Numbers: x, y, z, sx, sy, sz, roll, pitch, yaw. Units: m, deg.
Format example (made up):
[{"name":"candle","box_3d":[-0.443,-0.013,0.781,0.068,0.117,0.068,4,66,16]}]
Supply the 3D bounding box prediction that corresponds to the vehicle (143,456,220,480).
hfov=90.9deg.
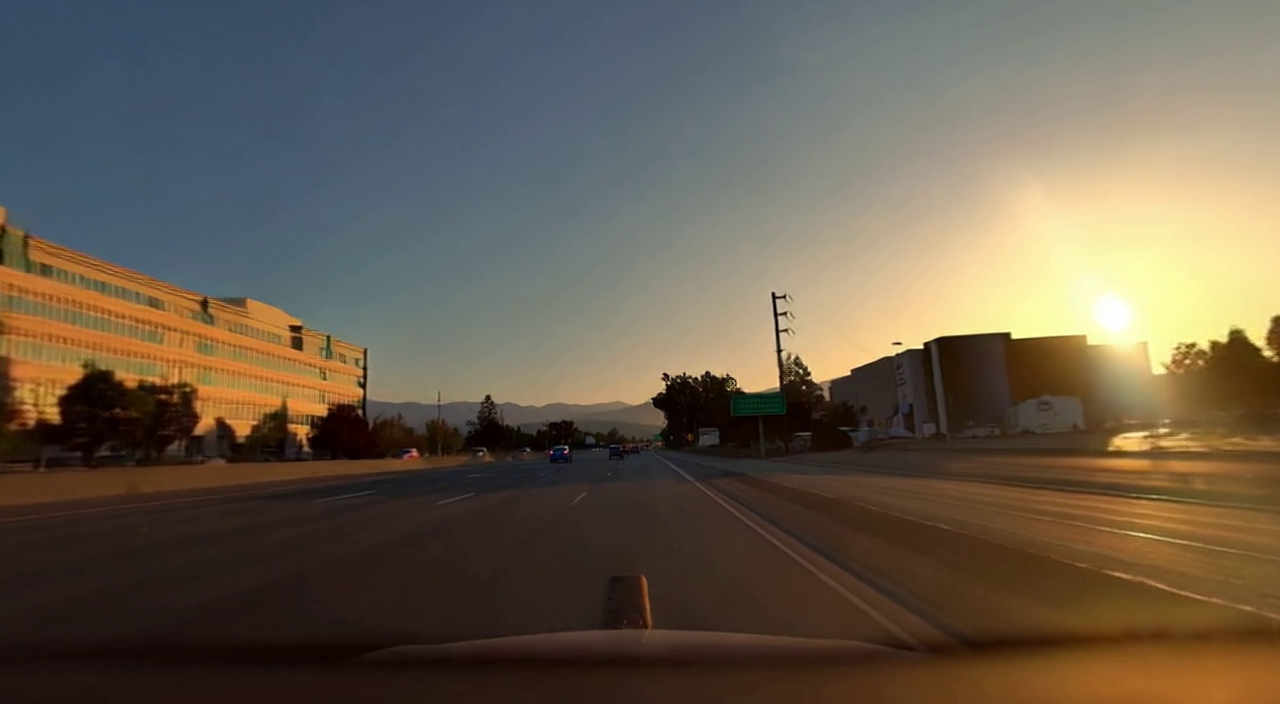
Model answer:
[{"name":"vehicle","box_3d":[-31.109,7.847,42.948,1.847,1.448,4.430,0,-8,1]}]
